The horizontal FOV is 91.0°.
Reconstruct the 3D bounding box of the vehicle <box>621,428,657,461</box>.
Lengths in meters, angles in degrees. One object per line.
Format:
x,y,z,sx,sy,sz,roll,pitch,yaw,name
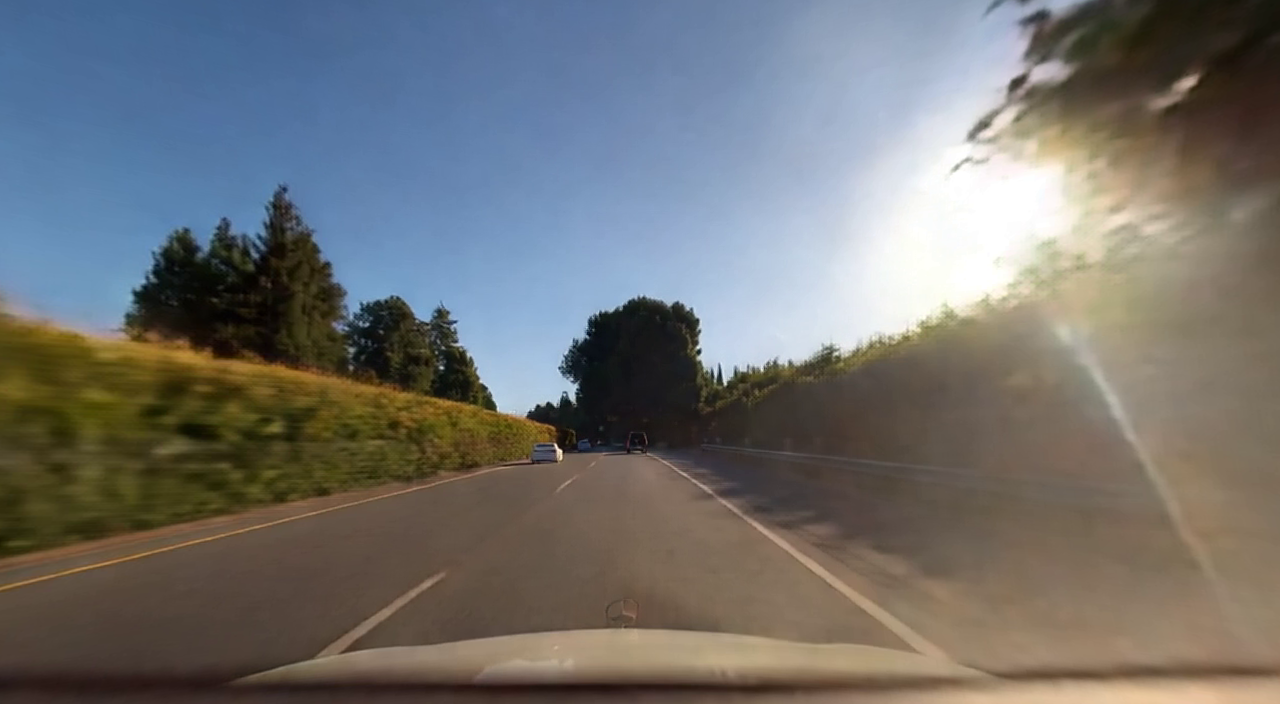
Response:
-0.116,5.923,40.448,2.223,1.957,4.416,0,-8,-1,vehicle

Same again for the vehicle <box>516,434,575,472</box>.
-4.153,4.496,28.326,2.062,1.567,4.117,0,-8,0,vehicle
